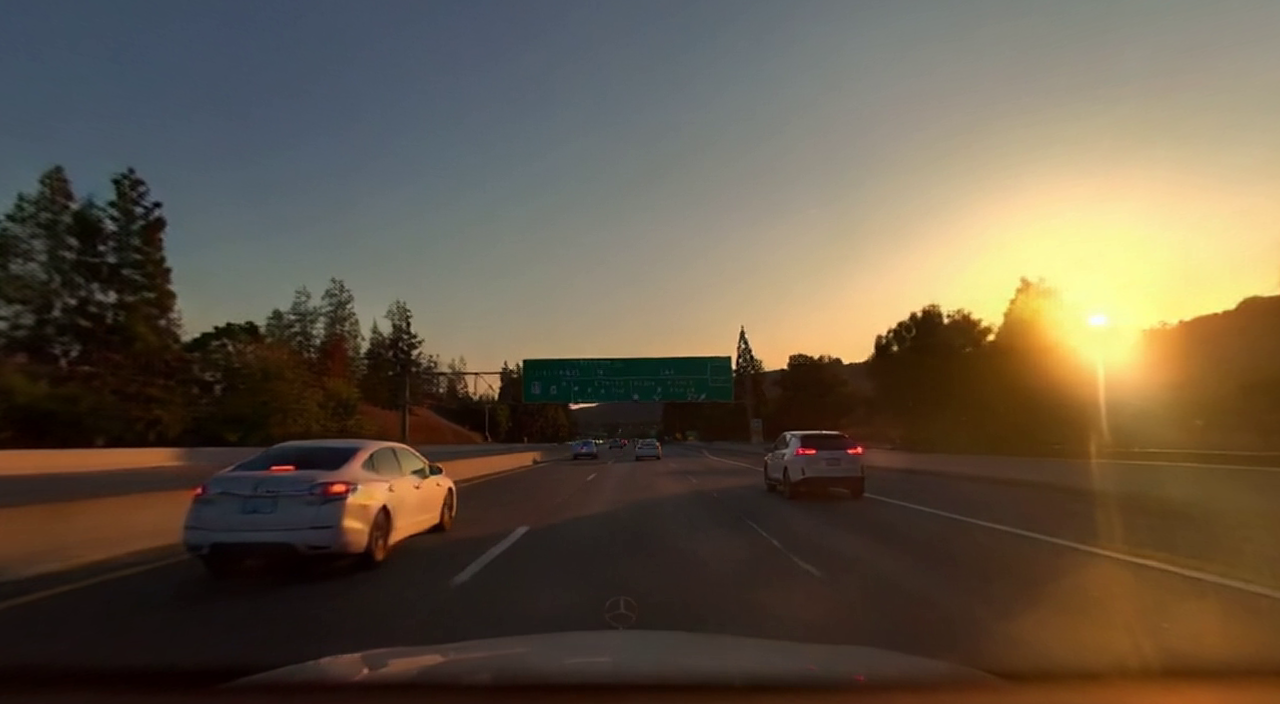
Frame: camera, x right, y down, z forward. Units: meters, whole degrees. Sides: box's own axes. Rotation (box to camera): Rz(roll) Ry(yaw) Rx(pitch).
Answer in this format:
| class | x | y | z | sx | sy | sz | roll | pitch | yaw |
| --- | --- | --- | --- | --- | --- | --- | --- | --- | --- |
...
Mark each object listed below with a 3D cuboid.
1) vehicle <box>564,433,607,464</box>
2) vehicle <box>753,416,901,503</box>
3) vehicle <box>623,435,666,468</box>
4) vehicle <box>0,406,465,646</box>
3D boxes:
| class | x | y | z | sx | sy | sz | roll | pitch | yaw |
| --- | --- | --- | --- | --- | --- | --- | --- | --- | --- |
| vehicle | -3.090 | 5.610 | 36.544 | 2.044 | 1.682 | 4.201 | -1 | -8 | 2 |
| vehicle | 4.081 | 2.429 | 14.595 | 2.025 | 1.707 | 4.279 | 0 | -8 | -1 |
| vehicle | 0.240 | 4.982 | 31.706 | 2.049 | 1.542 | 3.816 | 0 | -8 | 1 |
| vehicle | -3.506 | 1.466 | 6.444 | 2.066 | 1.561 | 4.495 | 0 | -8 | 1 |
